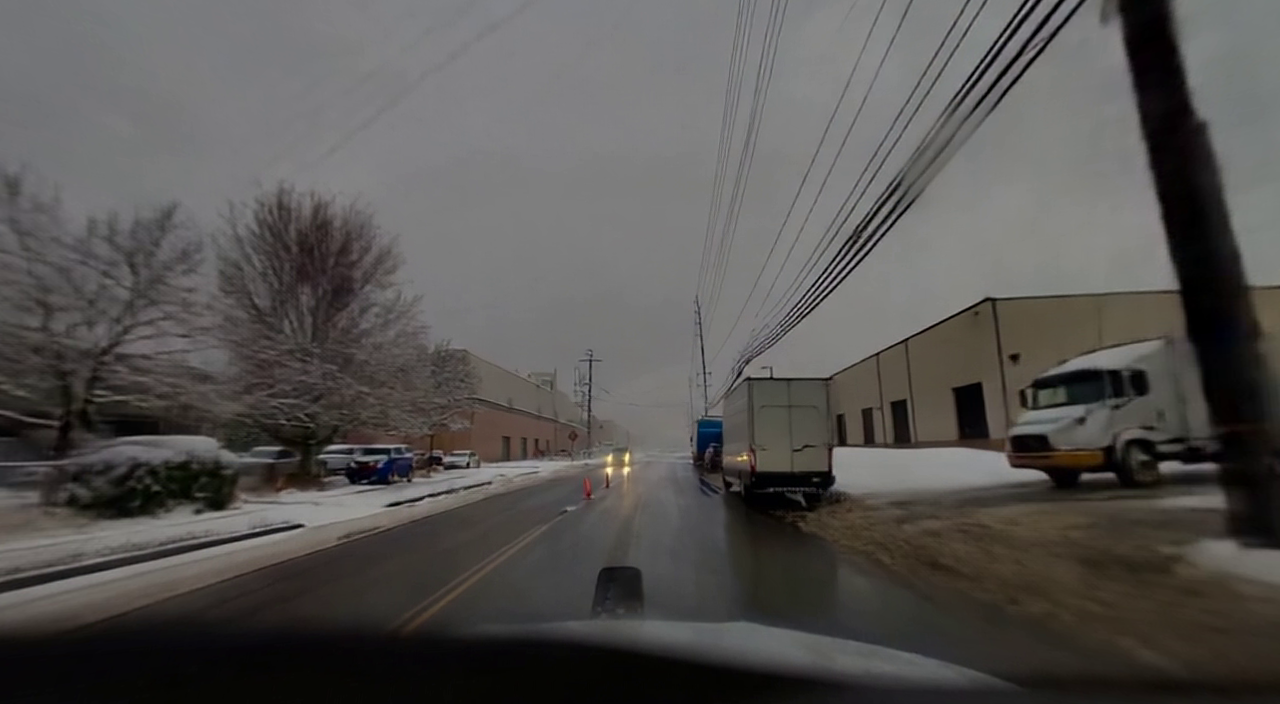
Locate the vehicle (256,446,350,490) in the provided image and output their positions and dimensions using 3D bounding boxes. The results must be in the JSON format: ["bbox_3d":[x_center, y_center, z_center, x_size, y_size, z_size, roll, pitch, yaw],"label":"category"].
[{"bbox_3d":[-14.947,5.125,28.335,1.971,1.789,4.360,0,-8,-3],"label":"vehicle"}]

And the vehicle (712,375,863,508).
[{"bbox_3d":[4.097,2.783,19.589,2.871,3.301,7.433,0,-8,0],"label":"vehicle"}]

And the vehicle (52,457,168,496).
[{"bbox_3d":[-22.859,5.342,27.439,1.833,1.454,3.782,0,-8,-2],"label":"vehicle"}]

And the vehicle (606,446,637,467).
[{"bbox_3d":[-1.389,8.126,49.268,1.988,1.479,4.485,-1,-8,5],"label":"vehicle"}]

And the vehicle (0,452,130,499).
[{"bbox_3d":[-25.410,5.381,27.947,2.092,1.806,4.601,0,-9,-6],"label":"vehicle"}]

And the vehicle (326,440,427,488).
[{"bbox_3d":[-11.974,5.109,29.232,2.287,1.975,5.511,0,-8,0],"label":"vehicle"}]

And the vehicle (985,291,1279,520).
[{"bbox_3d":[10.311,1.228,12.605,2.764,3.329,6.843,0,-8,-1],"label":"vehicle"}]

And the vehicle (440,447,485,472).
[{"bbox_3d":[-13.121,7.957,46.913,2.078,1.674,4.652,-2,-9,-1],"label":"vehicle"}]

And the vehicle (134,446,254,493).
[{"bbox_3d":[-20.091,5.264,28.806,2.026,1.885,4.932,0,-8,-3],"label":"vehicle"}]
